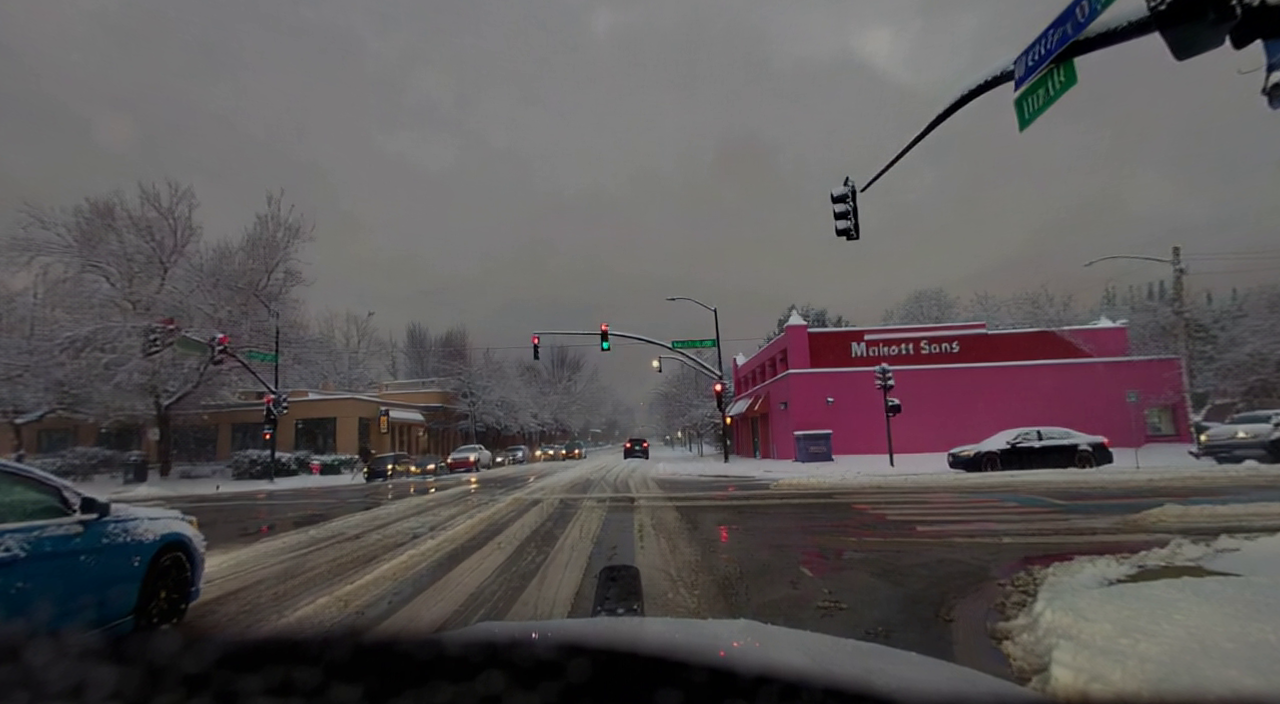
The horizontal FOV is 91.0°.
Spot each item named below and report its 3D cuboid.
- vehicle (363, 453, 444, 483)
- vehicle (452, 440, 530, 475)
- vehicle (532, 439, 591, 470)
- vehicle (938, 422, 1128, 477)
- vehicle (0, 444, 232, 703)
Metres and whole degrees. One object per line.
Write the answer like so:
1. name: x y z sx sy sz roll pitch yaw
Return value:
1. vehicle: -12.600 6.174 33.875 1.976 1.425 4.567 -1 -9 9
2. vehicle: -8.393 5.981 36.050 2.152 1.825 5.406 -2 -9 12
3. vehicle: -4.505 5.980 36.871 1.928 1.647 4.575 -2 -9 13
4. vehicle: 11.563 2.899 18.800 4.355 1.546 1.820 -1 -9 6
5. vehicle: -3.712 0.981 2.152 1.759 1.325 4.295 0 -9 0
